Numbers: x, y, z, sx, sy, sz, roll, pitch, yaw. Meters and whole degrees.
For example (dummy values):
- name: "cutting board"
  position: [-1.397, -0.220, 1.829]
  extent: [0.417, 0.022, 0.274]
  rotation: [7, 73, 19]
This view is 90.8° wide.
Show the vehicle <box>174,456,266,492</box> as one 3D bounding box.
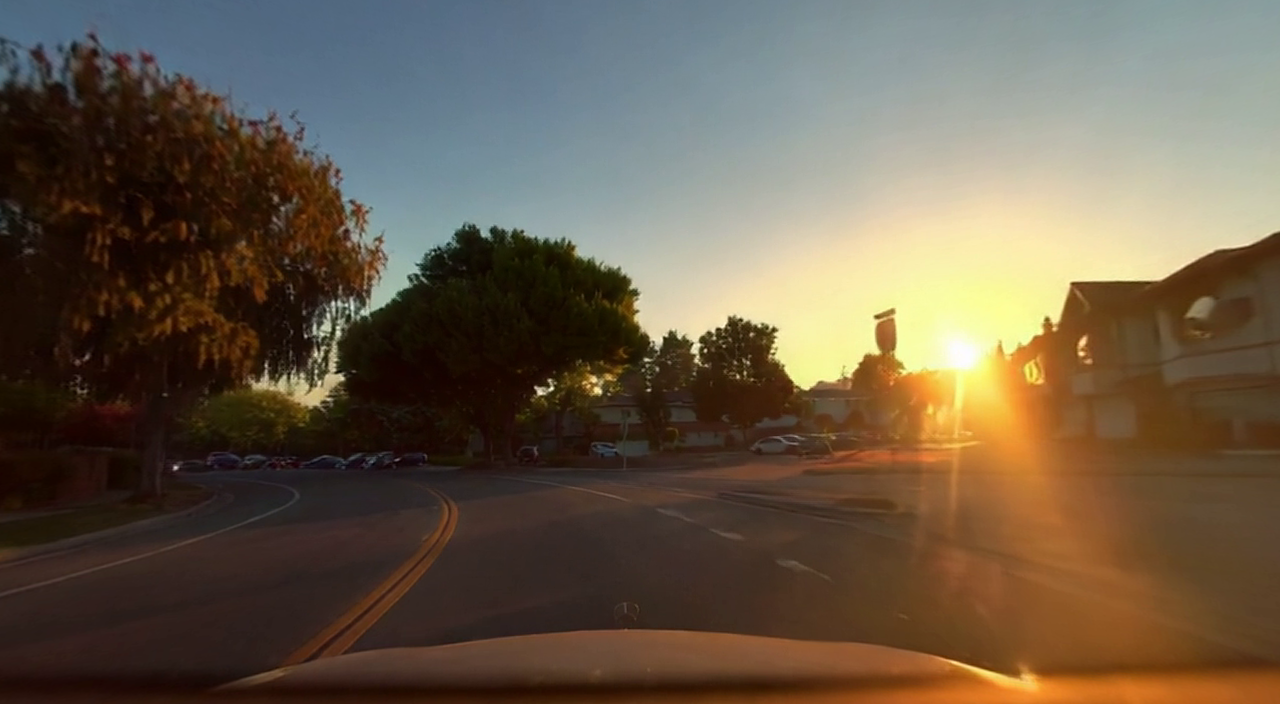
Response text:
- name: "vehicle"
  position: [-20.766, 5.884, 31.031]
  extent: [2.772, 1.161, 7.241]
  rotation: [3, -8, -41]

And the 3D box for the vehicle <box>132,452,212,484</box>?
- name: "vehicle"
  position: [-28.098, 6.891, 37.884]
  extent: [4.946, 1.537, 2.206]
  rotation: [-4, -7, 34]

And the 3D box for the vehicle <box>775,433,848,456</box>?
- name: "vehicle"
  position: [11.233, 6.117, 41.603]
  extent: [4.462, 1.474, 1.765]
  rotation: [-2, -9, 9]
